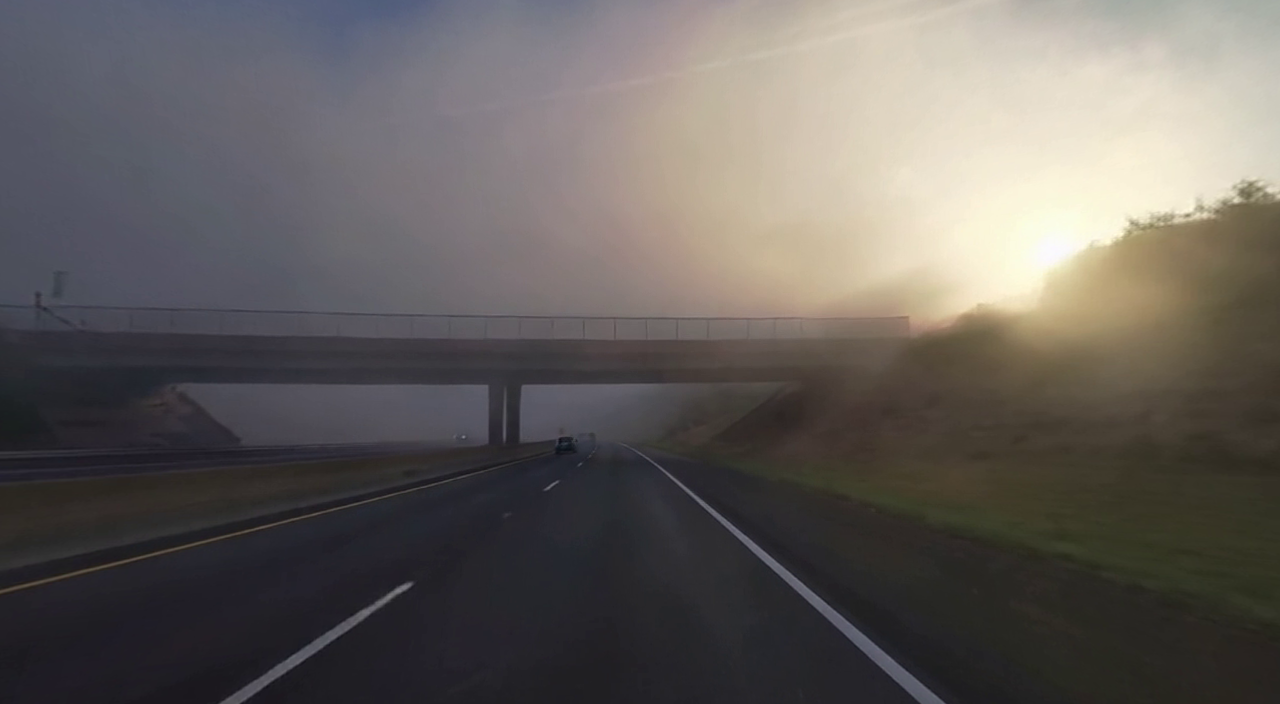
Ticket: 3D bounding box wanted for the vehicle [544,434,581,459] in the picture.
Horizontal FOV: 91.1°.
[{"bbox_3d":[-5.051,6.192,41.506,2.005,1.509,4.260,0,-8,-2],"label":"vehicle"}]
